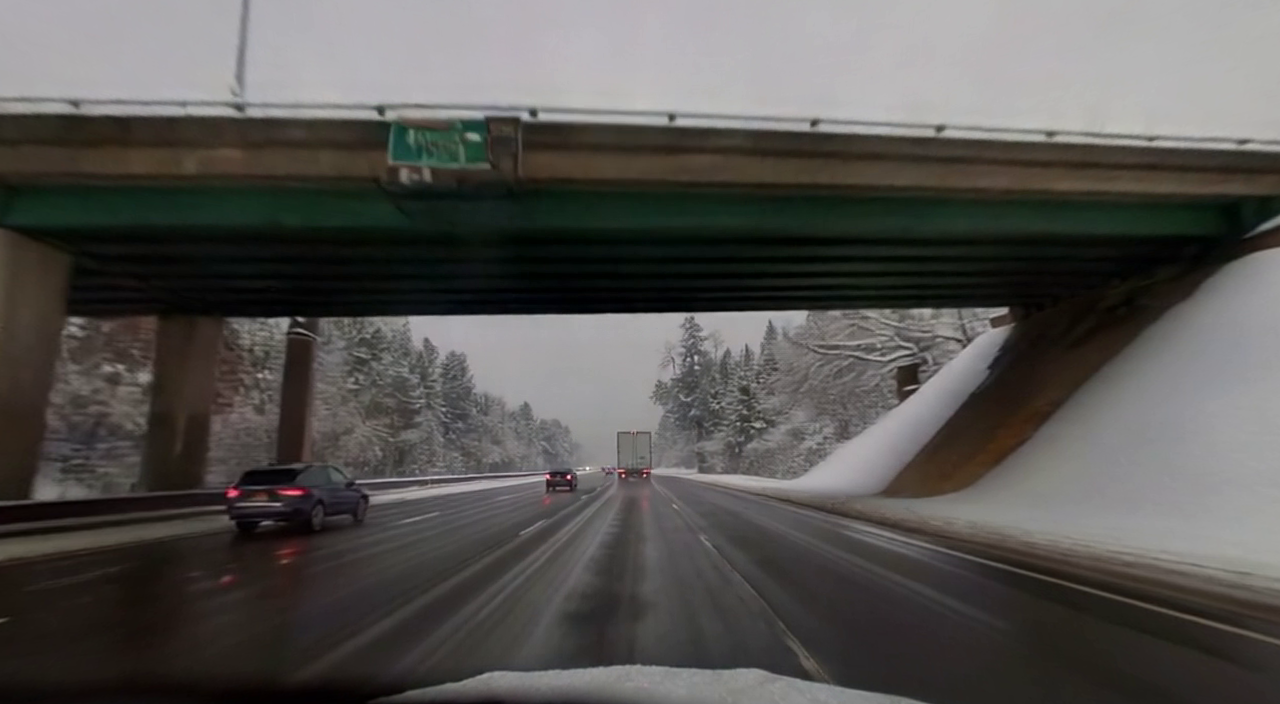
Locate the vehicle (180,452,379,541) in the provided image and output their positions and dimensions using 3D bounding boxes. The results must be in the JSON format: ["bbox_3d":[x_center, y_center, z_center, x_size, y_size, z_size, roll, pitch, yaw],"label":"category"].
[{"bbox_3d":[-7.574,3.077,13.829,1.899,1.615,4.097,1,-10,0],"label":"vehicle"}]

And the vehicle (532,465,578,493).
[{"bbox_3d":[-4.862,7.336,36.578,1.950,1.460,4.812,1,-10,0],"label":"vehicle"}]
